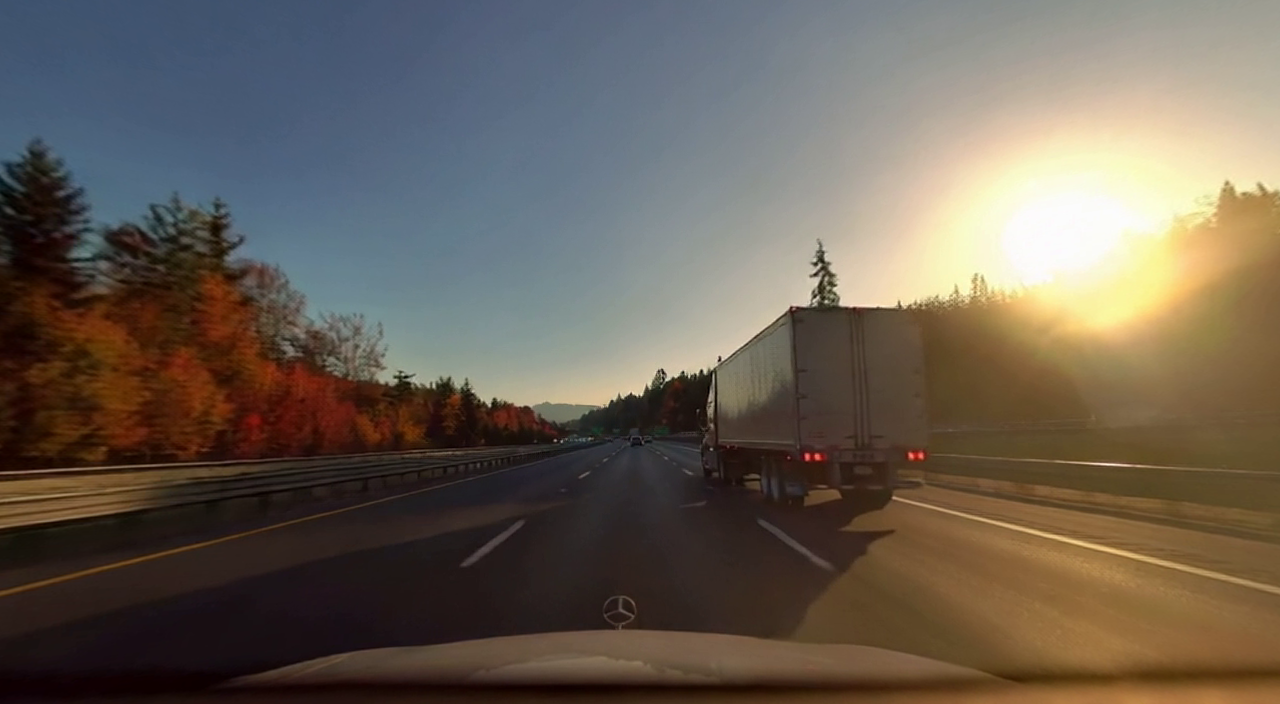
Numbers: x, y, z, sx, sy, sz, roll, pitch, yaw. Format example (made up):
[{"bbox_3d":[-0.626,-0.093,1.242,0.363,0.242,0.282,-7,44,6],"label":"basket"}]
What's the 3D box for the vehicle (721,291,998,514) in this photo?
[{"bbox_3d":[4.350,1.444,15.360,3.348,3.847,8.908,0,-8,-1],"label":"vehicle"}]
